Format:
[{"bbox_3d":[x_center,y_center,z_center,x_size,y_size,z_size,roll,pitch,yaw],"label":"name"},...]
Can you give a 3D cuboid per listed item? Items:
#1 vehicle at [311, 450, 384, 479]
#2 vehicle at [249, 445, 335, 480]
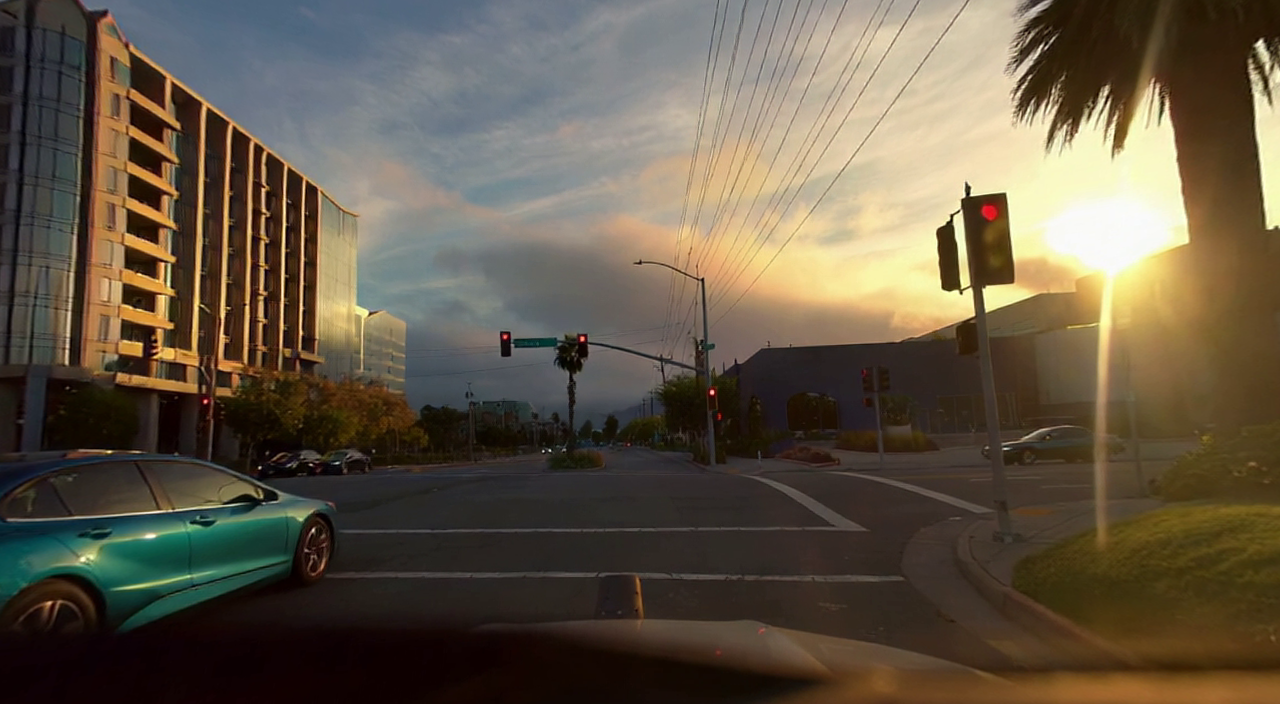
[{"bbox_3d":[-15.375,5.923,33.298,1.875,1.389,3.784,0,-9,3],"label":"vehicle"},{"bbox_3d":[-19.100,6.062,34.831,2.017,1.739,4.569,0,-9,1],"label":"vehicle"}]
